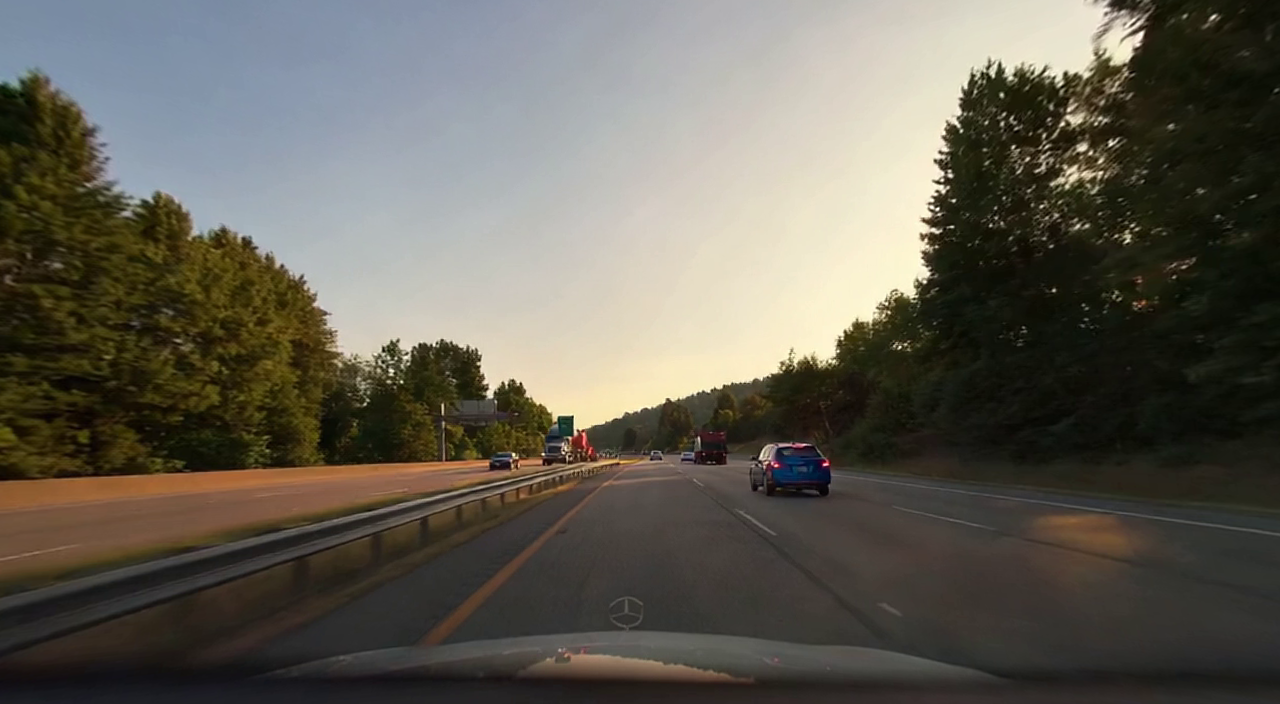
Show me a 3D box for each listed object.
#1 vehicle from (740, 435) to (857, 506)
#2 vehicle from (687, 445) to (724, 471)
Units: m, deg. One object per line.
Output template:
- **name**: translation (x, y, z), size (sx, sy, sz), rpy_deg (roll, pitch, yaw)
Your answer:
- **vehicle**: translation (3.999, 3.070, 16.699), size (2.005, 1.604, 4.002), rpy_deg (0, -9, -1)
- **vehicle**: translation (4.401, 7.215, 42.964), size (2.022, 1.658, 4.132), rpy_deg (0, -9, 0)
